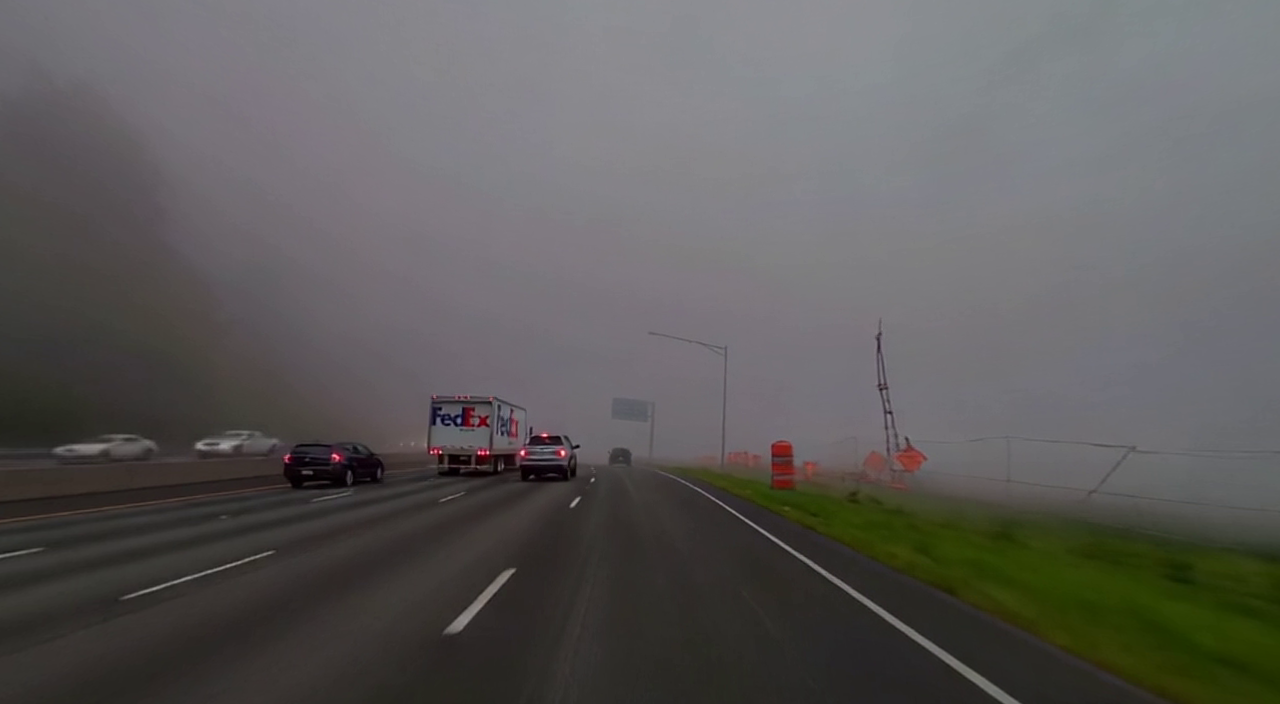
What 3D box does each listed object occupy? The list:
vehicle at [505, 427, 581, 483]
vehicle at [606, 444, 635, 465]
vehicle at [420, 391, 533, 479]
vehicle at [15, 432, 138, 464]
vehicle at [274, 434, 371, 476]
[{"bbox_3d":[-3.496,3.844,23.732,2.170,1.886,4.628,0,-9,-1],"label":"vehicle"},{"bbox_3d":[-1.458,7.534,46.590,2.043,1.489,3.839,1,-9,-3],"label":"vehicle"},{"bbox_3d":[-6.815,3.737,27.933,2.870,3.266,8.589,0,-9,-1],"label":"vehicle"},{"bbox_3d":[-27.447,4.708,31.020,1.791,1.469,4.668,0,-9,-2],"label":"vehicle"},{"bbox_3d":[-13.614,4.431,27.424,2.018,1.668,4.409,0,-9,-2],"label":"vehicle"}]
